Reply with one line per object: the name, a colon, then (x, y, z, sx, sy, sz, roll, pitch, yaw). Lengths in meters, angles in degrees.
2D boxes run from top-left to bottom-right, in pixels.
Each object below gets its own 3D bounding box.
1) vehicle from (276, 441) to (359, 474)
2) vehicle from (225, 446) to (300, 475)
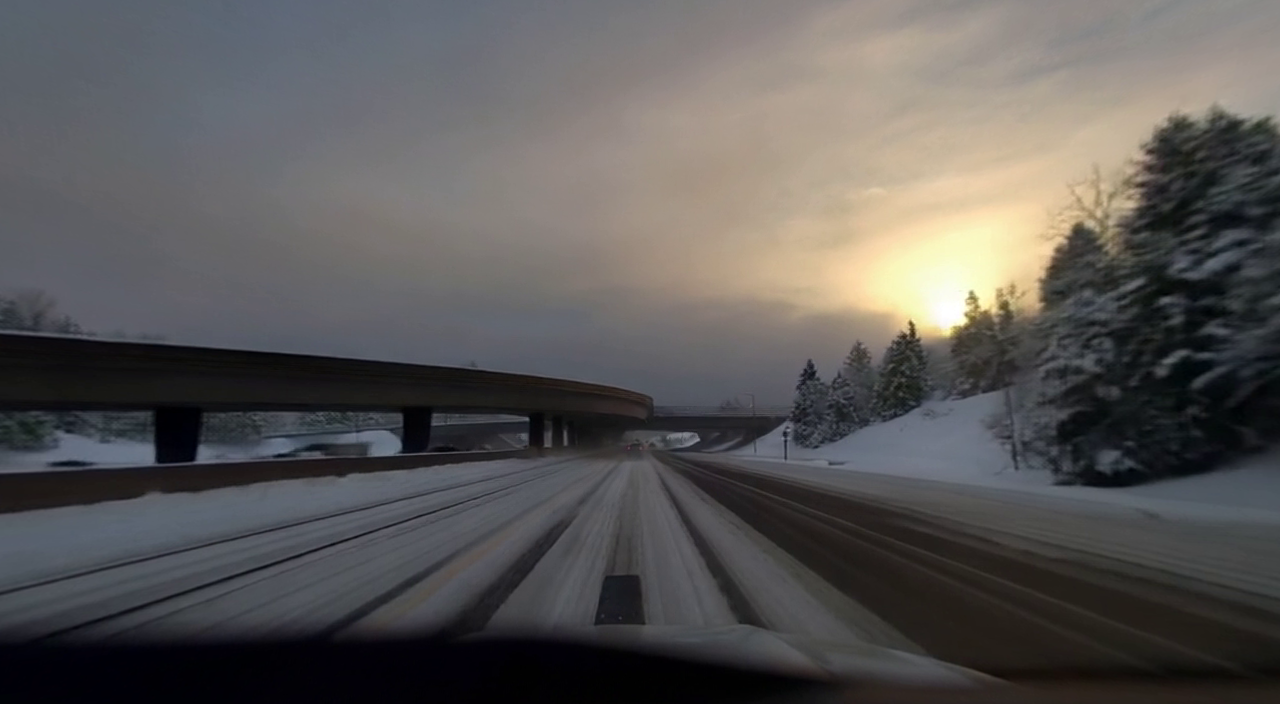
vehicle: (-17.322, 5.679, 34.250, 1.993, 1.652, 4.732, 0, -9, 0)
vehicle: (-20.915, 6.020, 35.211, 1.833, 1.529, 3.811, 0, -9, -1)
